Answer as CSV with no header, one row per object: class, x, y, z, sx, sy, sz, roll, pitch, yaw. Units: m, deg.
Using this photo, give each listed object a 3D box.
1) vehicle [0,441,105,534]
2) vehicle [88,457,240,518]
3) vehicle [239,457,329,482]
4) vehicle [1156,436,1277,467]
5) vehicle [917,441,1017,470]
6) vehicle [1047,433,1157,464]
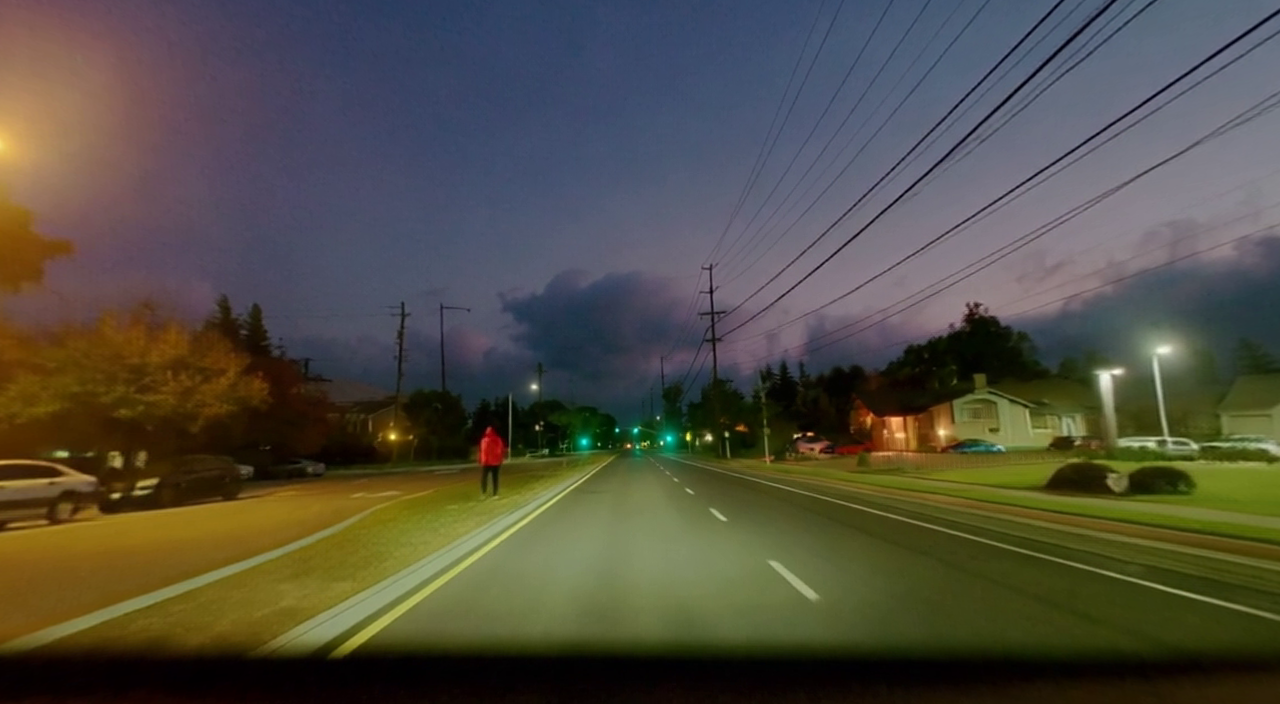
vehicle,-14.978,2.990,13.787,2.298,1.979,4.920,-2,-8,0
vehicle,-15.435,4.366,20.893,2.106,1.517,4.632,-3,-8,-10
vehicle,-21.883,7.223,38.980,4.354,1.450,2.043,1,-9,-10
vehicle,33.134,5.717,36.516,1.974,1.647,4.721,2,-9,-15
vehicle,17.476,5.547,33.926,4.246,1.427,2.055,0,-9,0
vehicle,31.328,6.574,43.078,2.206,1.971,5.600,3,-9,-21
